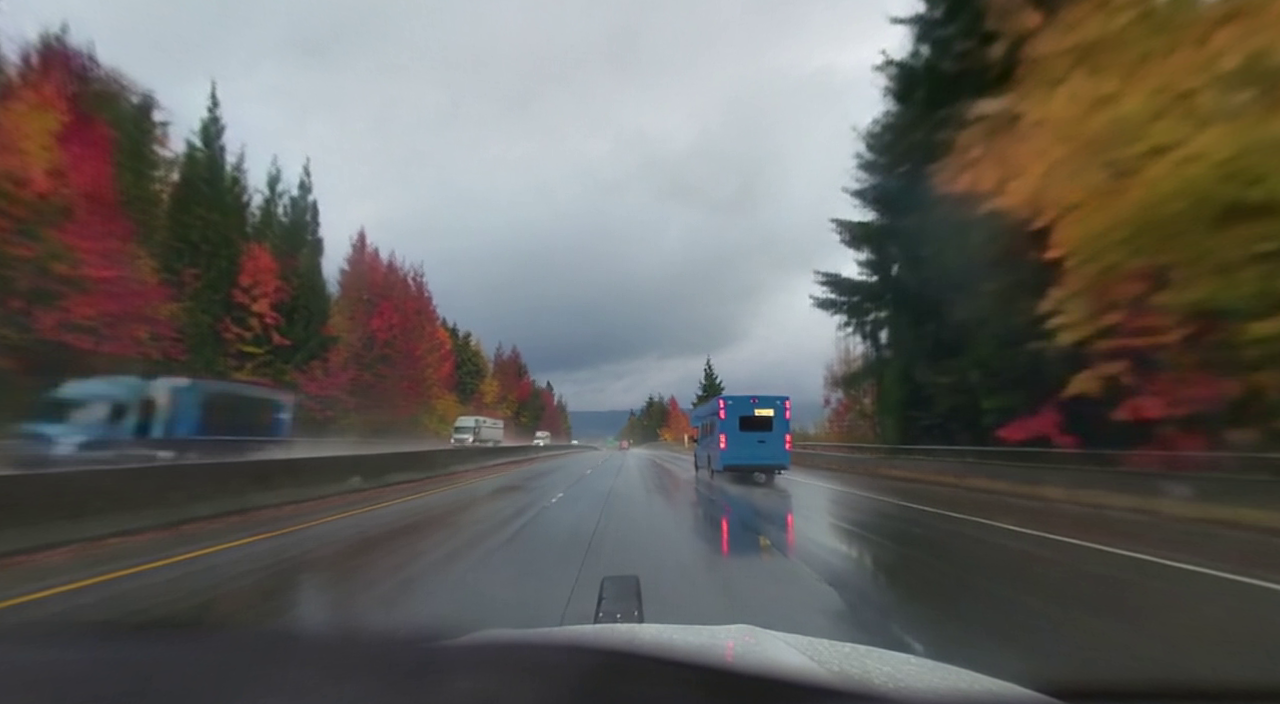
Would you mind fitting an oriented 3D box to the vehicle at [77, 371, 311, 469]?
[{"bbox_3d":[-19.675,3.296,29.239,2.795,3.656,11.197,0,-8,-1],"label":"vehicle"}]

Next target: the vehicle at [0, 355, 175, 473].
[{"bbox_3d":[-19.381,2.224,22.254,3.298,3.890,2.971,0,-8,-3],"label":"vehicle"}]

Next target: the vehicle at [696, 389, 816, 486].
[{"bbox_3d":[3.777,3.037,22.421,2.815,2.876,7.101,0,-8,-1],"label":"vehicle"}]
